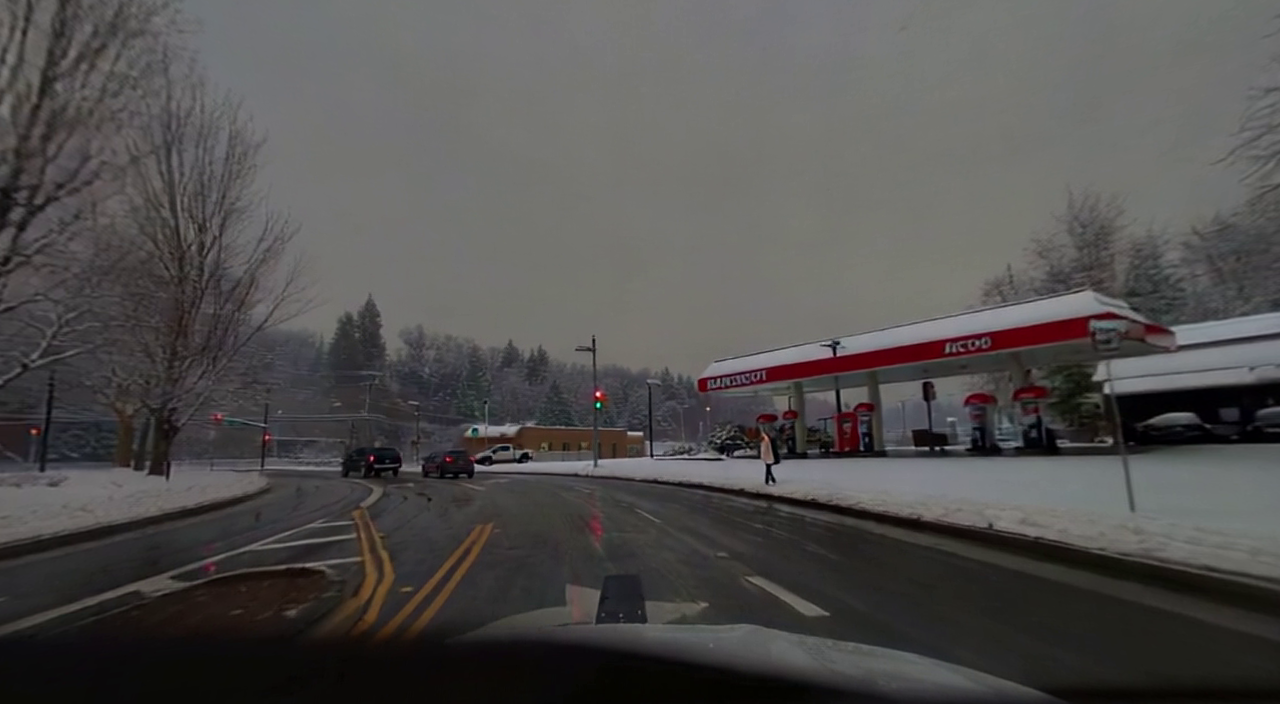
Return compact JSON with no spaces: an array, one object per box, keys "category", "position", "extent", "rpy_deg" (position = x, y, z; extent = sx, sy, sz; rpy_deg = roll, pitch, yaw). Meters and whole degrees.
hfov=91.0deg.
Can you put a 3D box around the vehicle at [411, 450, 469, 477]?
[{"category":"vehicle","position":[-14.709,8.098,46.140],"extent":[2.202,1.822,4.826],"rpy_deg":[7,-11,-40]}]

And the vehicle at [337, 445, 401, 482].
[{"category":"vehicle","position":[-16.125,6.534,37.344],"extent":[2.254,2.006,4.766],"rpy_deg":[7,-11,-37]}]
